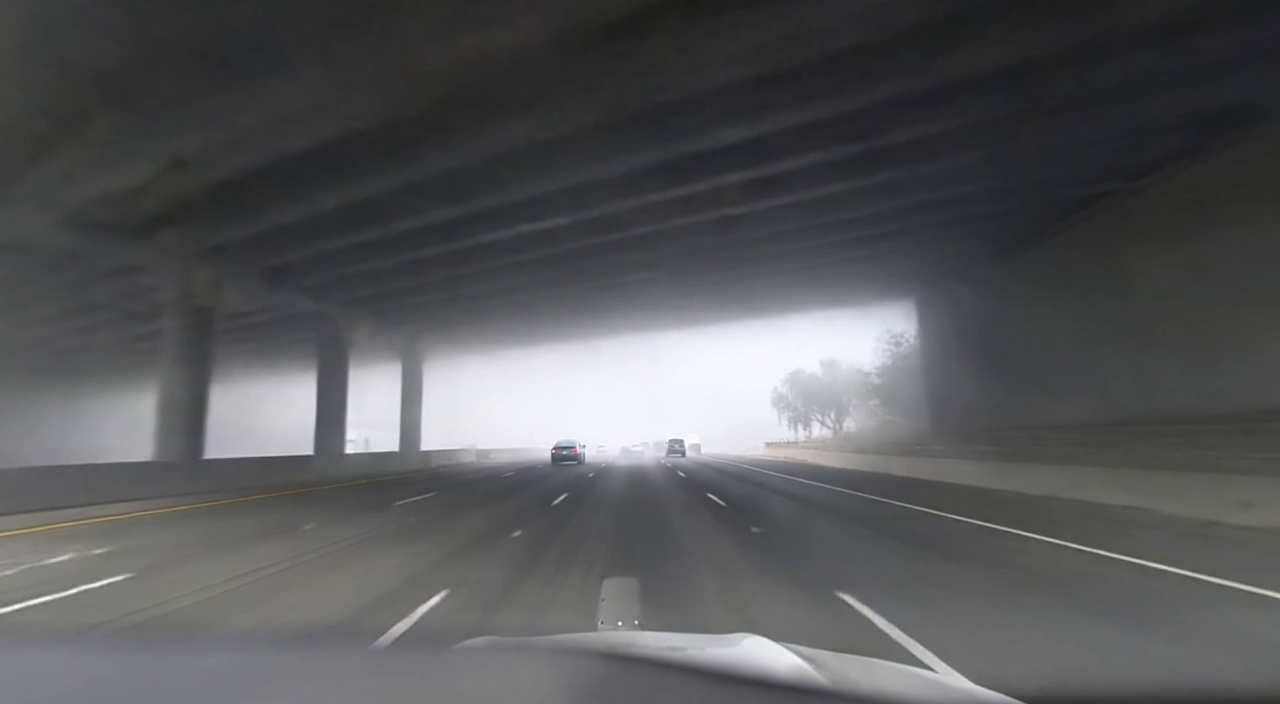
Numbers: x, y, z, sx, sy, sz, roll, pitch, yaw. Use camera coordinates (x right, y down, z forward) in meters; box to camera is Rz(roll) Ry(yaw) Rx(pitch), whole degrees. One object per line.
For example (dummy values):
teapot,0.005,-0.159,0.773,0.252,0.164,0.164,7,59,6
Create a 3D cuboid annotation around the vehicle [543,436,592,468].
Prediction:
vehicle,-3.650,5.124,32.403,2.066,1.500,4.415,0,-8,-1
